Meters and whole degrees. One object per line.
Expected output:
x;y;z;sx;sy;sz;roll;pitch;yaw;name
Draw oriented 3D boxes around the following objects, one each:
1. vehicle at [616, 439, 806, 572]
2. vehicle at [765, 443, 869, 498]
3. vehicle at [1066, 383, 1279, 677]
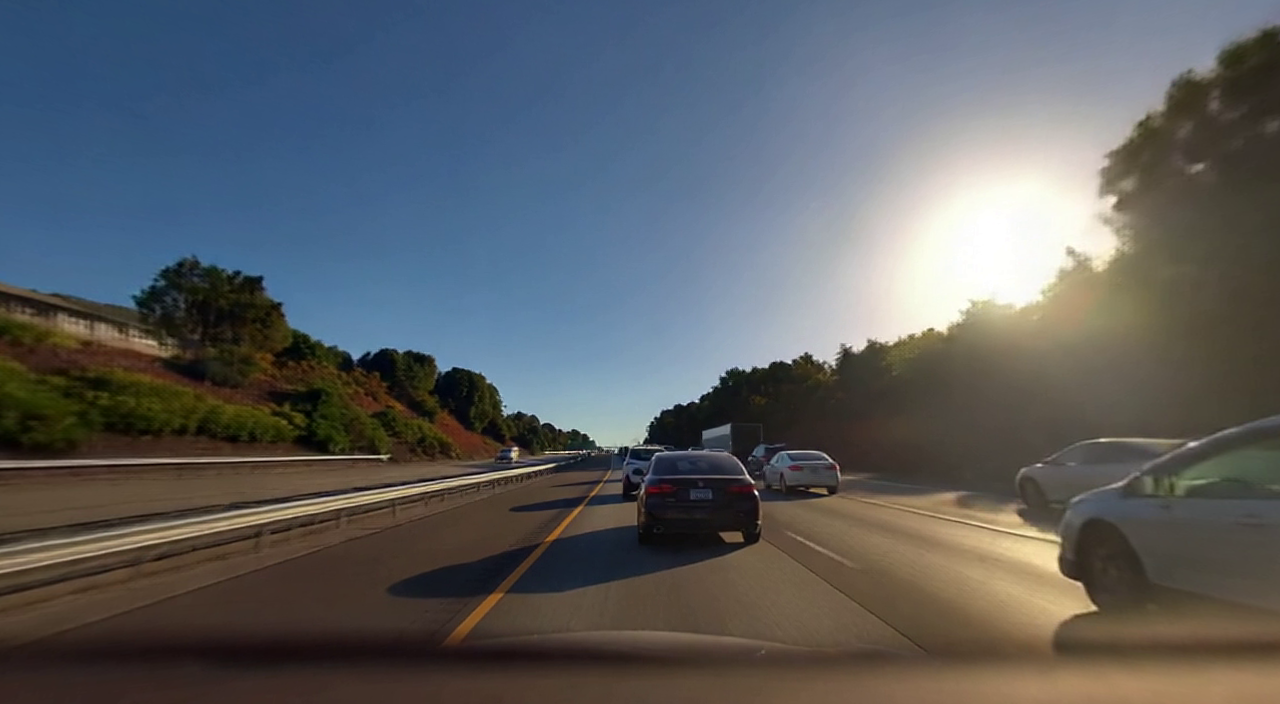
0.740;1.984;8.847;2.094;1.426;3.725;0;-9;-1;vehicle
5.284;3.583;19.421;1.908;1.500;4.157;0;-9;-1;vehicle
4.651;0.916;2.978;1.998;1.657;4.604;0;-9;0;vehicle
